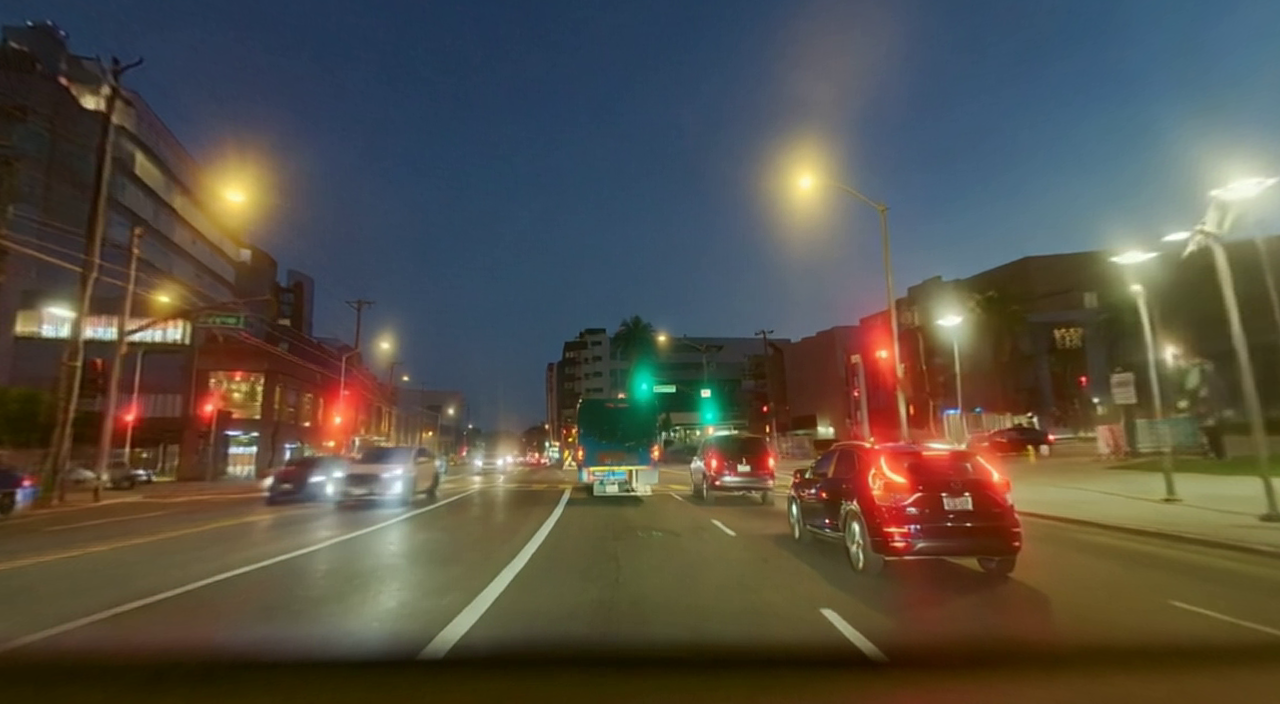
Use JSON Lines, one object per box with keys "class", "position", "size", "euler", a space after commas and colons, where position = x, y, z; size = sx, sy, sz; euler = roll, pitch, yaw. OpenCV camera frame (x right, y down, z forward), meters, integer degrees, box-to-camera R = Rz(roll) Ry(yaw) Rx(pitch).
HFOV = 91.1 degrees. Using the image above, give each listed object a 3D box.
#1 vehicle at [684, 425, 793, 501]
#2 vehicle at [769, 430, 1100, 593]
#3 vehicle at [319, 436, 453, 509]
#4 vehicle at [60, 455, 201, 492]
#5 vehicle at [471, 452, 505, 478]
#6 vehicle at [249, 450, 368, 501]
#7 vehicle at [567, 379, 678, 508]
{"class": "vehicle", "position": [2.749, 3.278, 19.071], "size": [2.157, 1.944, 5.423], "euler": [0, -8, -3]}
{"class": "vehicle", "position": [3.271, 1.850, 8.300], "size": [1.978, 1.507, 4.636], "euler": [0, -8, -2]}
{"class": "vehicle", "position": [-6.736, 3.212, 17.271], "size": [2.058, 1.730, 4.466], "euler": [0, -9, -4]}
{"class": "vehicle", "position": [-22.471, 5.344, 27.790], "size": [4.585, 1.533, 1.996], "euler": [-1, -9, 4]}
{"class": "vehicle", "position": [-9.836, 7.326, 40.771], "size": [1.878, 1.540, 3.939], "euler": [1, -9, -10]}
{"class": "vehicle", "position": [-11.285, 4.190, 21.803], "size": [1.975, 1.503, 4.533], "euler": [1, -9, -5]}
{"class": "vehicle", "position": [-0.683, 2.549, 17.534], "size": [2.517, 2.926, 6.177], "euler": [1, -9, -5]}
